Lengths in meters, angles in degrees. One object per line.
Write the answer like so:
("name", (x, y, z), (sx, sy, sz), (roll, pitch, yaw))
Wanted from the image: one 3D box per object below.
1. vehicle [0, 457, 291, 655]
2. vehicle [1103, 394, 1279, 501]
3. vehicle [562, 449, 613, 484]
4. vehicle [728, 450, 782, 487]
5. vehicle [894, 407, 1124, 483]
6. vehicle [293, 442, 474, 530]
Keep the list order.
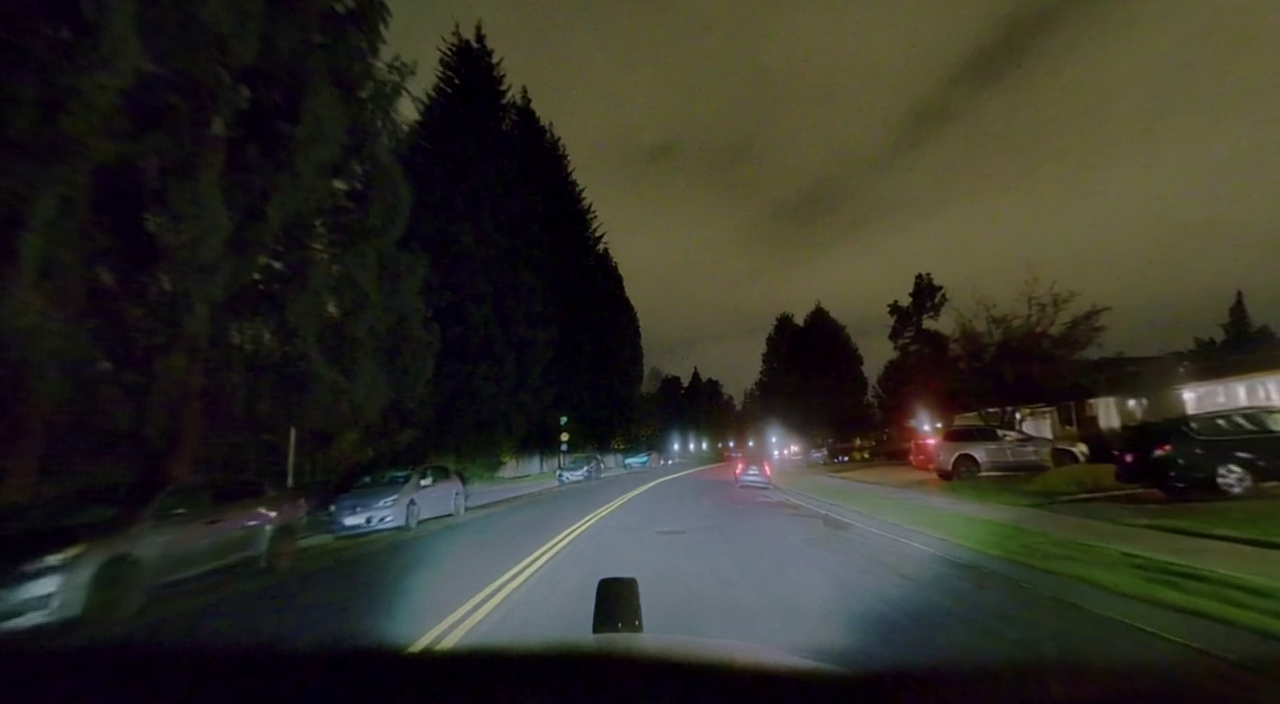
("vehicle", (-5.866, 2.030, 6.598), (1.886, 1.494, 4.149), (-2, -14, 2))
("vehicle", (10.553, 1.489, 10.072), (4.744, 1.507, 1.953), (-1, -8, 0))
("vehicle", (-2.887, 6.489, 35.434), (2.005, 1.557, 4.172), (-4, -15, 7))
("vehicle", (4.962, 5.054, 27.752), (1.972, 1.460, 4.137), (-1, -9, 5))
("vehicle", (10.066, 2.614, 17.668), (5.009, 1.906, 2.046), (-2, -9, 8))
("vehicle", (-5.368, 3.103, 13.999), (1.972, 1.536, 4.347), (-3, -16, 3))
